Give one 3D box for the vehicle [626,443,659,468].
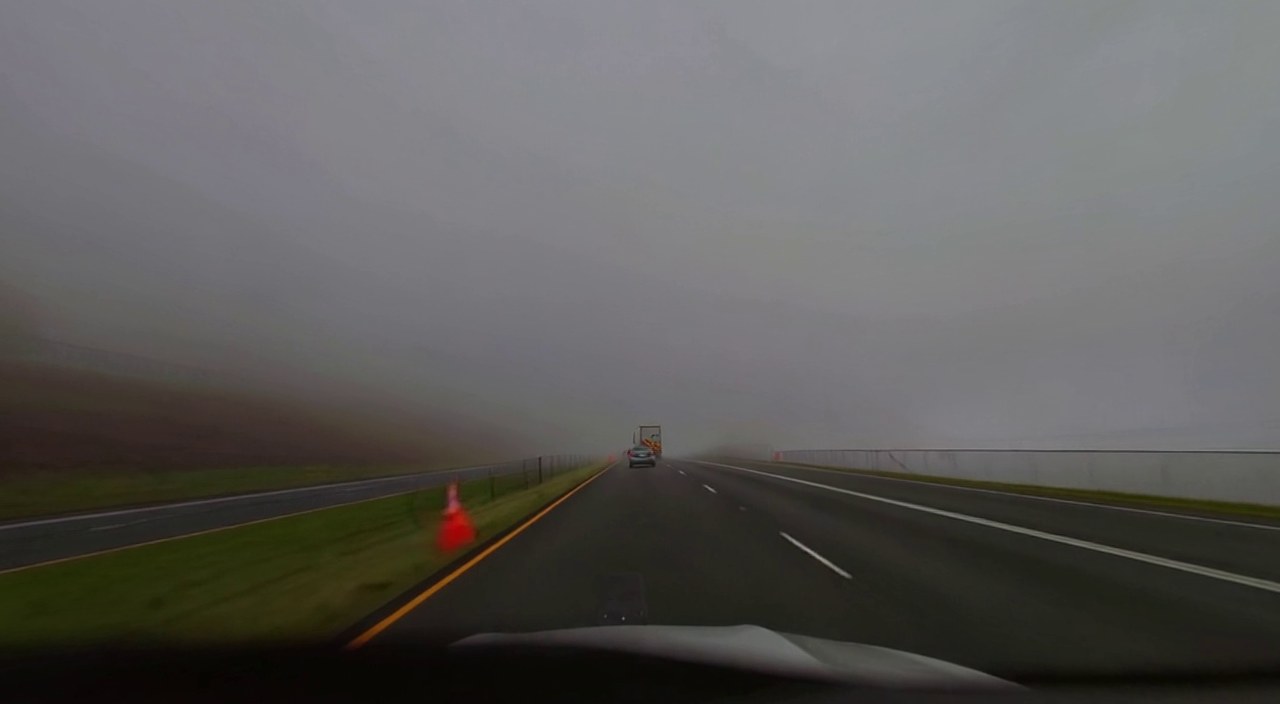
[{"bbox_3d":[0.148,6.854,41.964,2.065,1.573,3.734,0,-9,0],"label":"vehicle"}]
